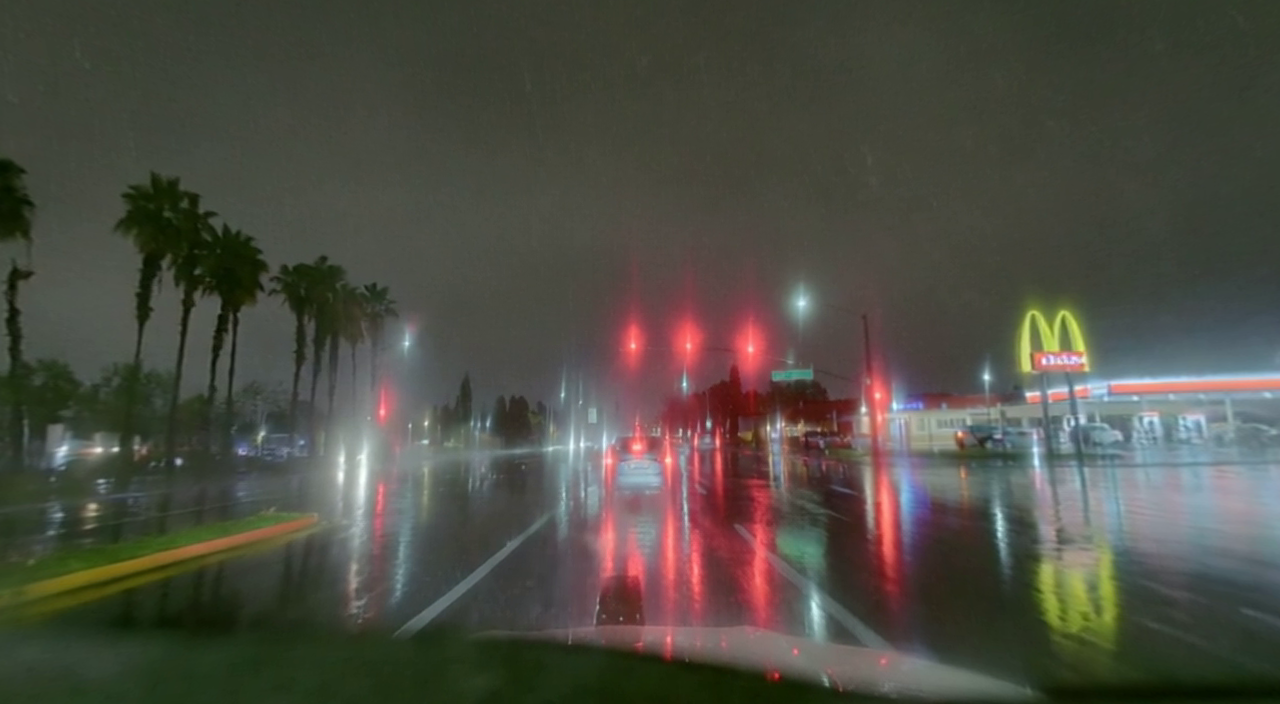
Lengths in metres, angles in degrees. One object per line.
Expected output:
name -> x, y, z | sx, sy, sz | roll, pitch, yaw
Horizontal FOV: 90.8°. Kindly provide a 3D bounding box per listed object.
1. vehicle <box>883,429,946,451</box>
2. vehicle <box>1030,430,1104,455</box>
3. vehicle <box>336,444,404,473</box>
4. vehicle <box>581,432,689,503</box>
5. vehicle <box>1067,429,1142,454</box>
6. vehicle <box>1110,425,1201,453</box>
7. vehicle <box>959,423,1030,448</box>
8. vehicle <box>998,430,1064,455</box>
vehicle -> 19.622, 6.342, 45.273 | 3.833, 1.495, 1.892 | -3, -8, 16
vehicle -> 26.415, 5.624, 39.221 | 1.923, 1.501, 3.849 | 0, -8, 2
vehicle -> -15.449, 6.100, 36.419 | 1.896, 1.508, 4.659 | 0, -8, -1
vehicle -> -0.125, 2.763, 15.646 | 2.270, 1.475, 4.571 | 0, -8, 0
vehicle -> 28.897, 5.616, 39.464 | 1.848, 1.467, 3.941 | -1, -8, 3
vehicle -> 31.917, 5.418, 39.319 | 1.903, 1.630, 4.320 | 0, -8, -1
vehicle -> 24.654, 5.848, 44.062 | 3.783, 1.560, 1.853 | -4, -9, 12
vehicle -> 24.344, 5.665, 39.462 | 1.738, 1.462, 3.609 | 0, -8, 0
